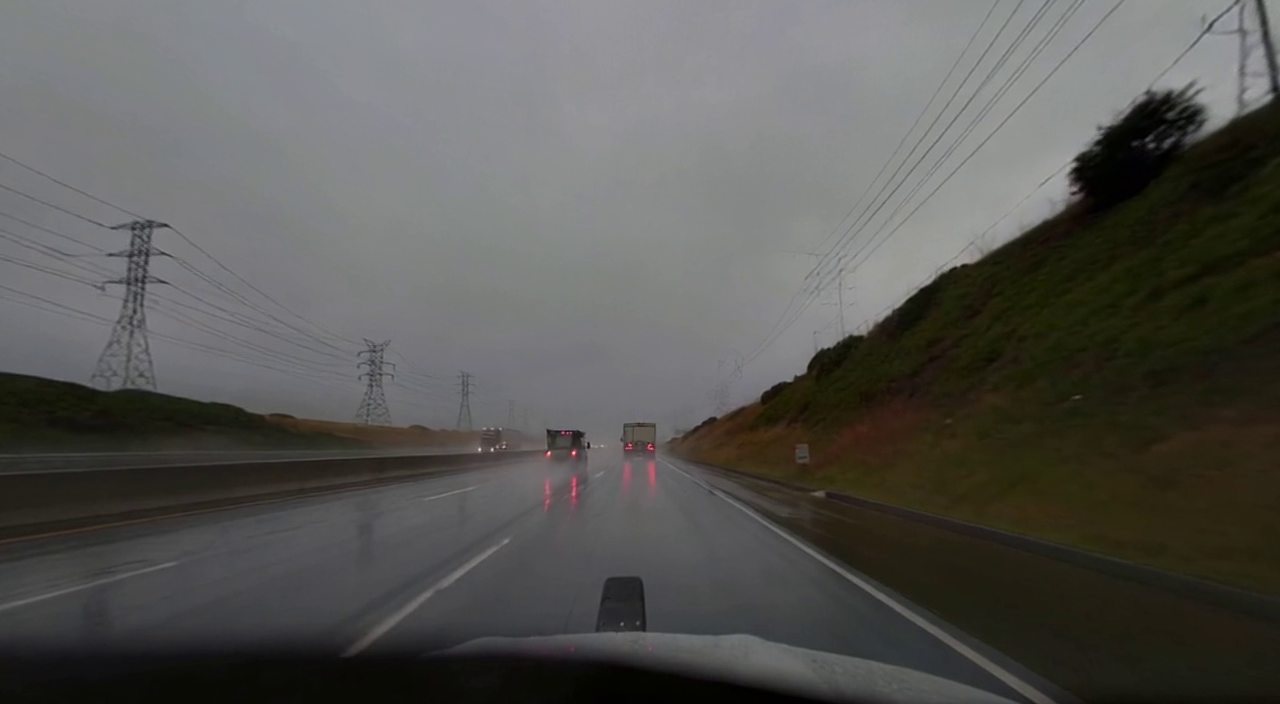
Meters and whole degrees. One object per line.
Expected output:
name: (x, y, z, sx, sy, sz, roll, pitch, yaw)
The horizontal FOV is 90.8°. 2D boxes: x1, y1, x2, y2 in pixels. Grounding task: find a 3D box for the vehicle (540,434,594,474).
vehicle: (-3.773, 5.388, 33.389, 2.207, 1.949, 4.911, 0, -9, 1)
